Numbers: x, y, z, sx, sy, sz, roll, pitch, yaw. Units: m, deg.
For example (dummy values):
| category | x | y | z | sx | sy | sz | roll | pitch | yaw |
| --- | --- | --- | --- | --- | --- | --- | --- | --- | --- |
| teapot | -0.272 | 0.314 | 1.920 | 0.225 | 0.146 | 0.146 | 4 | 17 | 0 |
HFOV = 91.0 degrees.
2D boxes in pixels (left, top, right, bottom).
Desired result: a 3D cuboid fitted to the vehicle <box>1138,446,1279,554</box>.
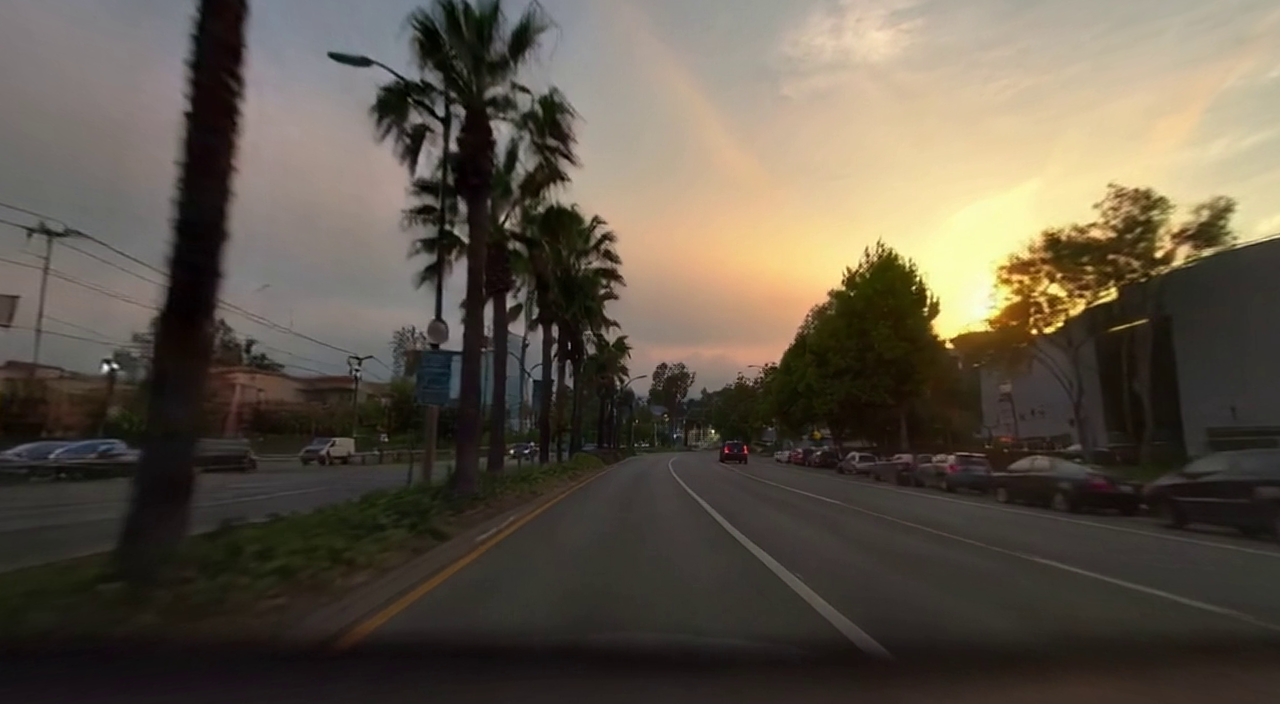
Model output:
| category | x | y | z | sx | sy | sz | roll | pitch | yaw |
| --- | --- | --- | --- | --- | --- | --- | --- | --- | --- |
| vehicle | 10.335 | 2.166 | 9.225 | 2.086 | 1.545 | 4.645 | 1 | -9 | -3 |

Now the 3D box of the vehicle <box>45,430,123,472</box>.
| category | x | y | z | sx | sy | sz | roll | pitch | yaw |
| --- | --- | --- | --- | --- | --- | --- | --- | --- | --- |
| vehicle | -35.106 | 6.221 | 39.673 | 5.636 | 2.448 | 2.280 | -6 | -11 | 36 |

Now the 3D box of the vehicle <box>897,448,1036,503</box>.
| category | x | y | z | sx | sy | sz | roll | pitch | yaw |
| --- | --- | --- | --- | --- | --- | --- | --- | --- | --- |
| vehicle | 10.138 | 3.830 | 20.051 | 1.875 | 1.491 | 4.780 | 0 | -9 | 0 |

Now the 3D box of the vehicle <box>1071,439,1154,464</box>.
| category | x | y | z | sx | sy | sz | roll | pitch | yaw |
| --- | --- | --- | --- | --- | --- | --- | --- | --- | --- |
| vehicle | 33.819 | 7.120 | 45.115 | 4.252 | 1.711 | 1.954 | 0 | -9 | 2 |

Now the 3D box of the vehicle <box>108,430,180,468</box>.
| category | x | y | z | sx | sy | sz | roll | pitch | yaw |
| --- | --- | --- | --- | --- | --- | --- | --- | --- | --- |
| vehicle | -32.075 | 6.230 | 40.607 | 6.178 | 2.298 | 1.943 | -6 | -10 | 37 |

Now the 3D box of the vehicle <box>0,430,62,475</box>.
| category | x | y | z | sx | sy | sz | roll | pitch | yaw |
| --- | --- | --- | --- | --- | --- | --- | --- | --- | --- |
| vehicle | -37.262 | 6.023 | 37.938 | 6.188 | 2.494 | 2.424 | -7 | -11 | 39 |

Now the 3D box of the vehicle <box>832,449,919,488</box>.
| category | x | y | z | sx | sy | sz | roll | pitch | yaw |
| --- | --- | --- | --- | --- | --- | --- | --- | --- | --- |
| vehicle | 10.216 | 5.060 | 27.685 | 1.950 | 1.410 | 4.642 | 0 | -7 | -1 |

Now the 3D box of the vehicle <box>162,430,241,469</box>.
| category | x | y | z | sx | sy | sz | roll | pitch | yaw |
| --- | --- | --- | --- | --- | --- | --- | --- | --- | --- |
| vehicle | -30.861 | 6.898 | 44.247 | 5.692 | 2.593 | 2.245 | -7 | -11 | 31 |

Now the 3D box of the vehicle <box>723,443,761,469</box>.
| category | x | y | z | sx | sy | sz | roll | pitch | yaw |
| --- | --- | --- | --- | --- | --- | --- | --- | --- | --- |
| vehicle | 7.023 | 7.211 | 43.888 | 2.000 | 1.717 | 4.101 | 0 | -9 | 0 |
